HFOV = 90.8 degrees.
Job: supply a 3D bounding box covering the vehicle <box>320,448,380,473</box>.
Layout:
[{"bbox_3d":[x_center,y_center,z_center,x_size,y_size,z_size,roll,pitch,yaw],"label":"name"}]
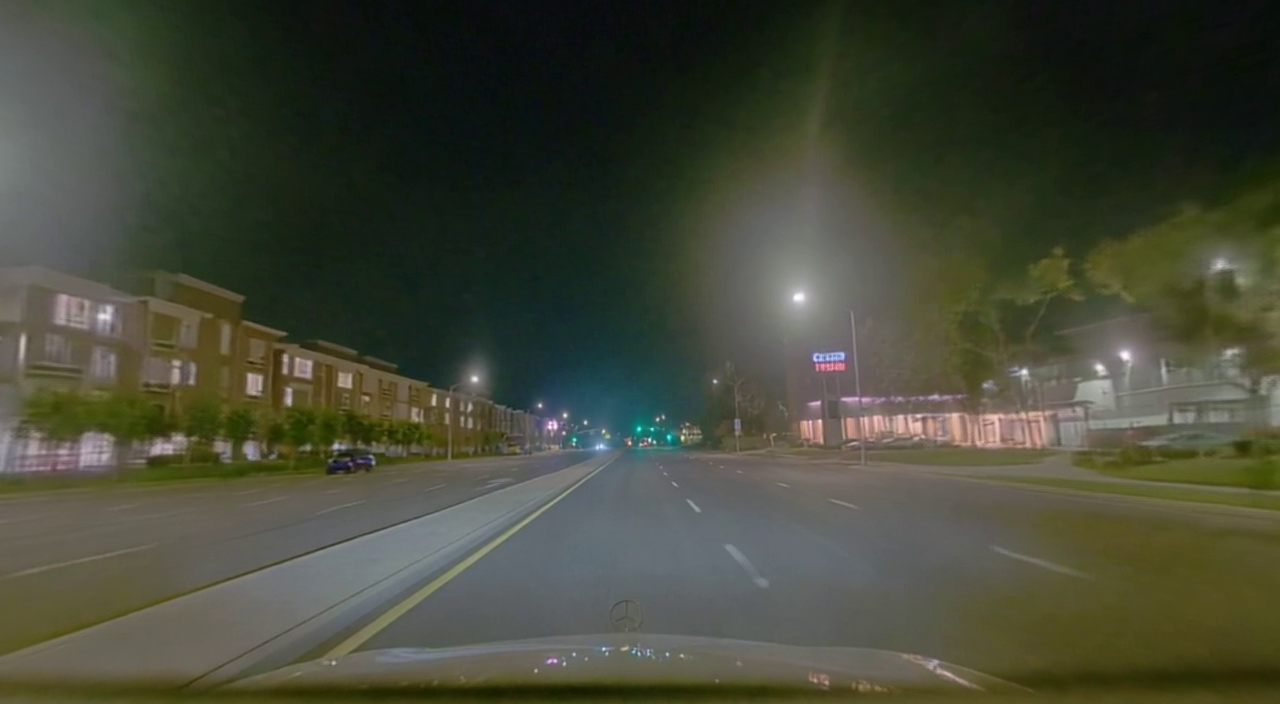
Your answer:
[{"bbox_3d":[-19.339,7.240,42.342,2.018,1.476,4.310,-2,-8,-1],"label":"vehicle"}]
